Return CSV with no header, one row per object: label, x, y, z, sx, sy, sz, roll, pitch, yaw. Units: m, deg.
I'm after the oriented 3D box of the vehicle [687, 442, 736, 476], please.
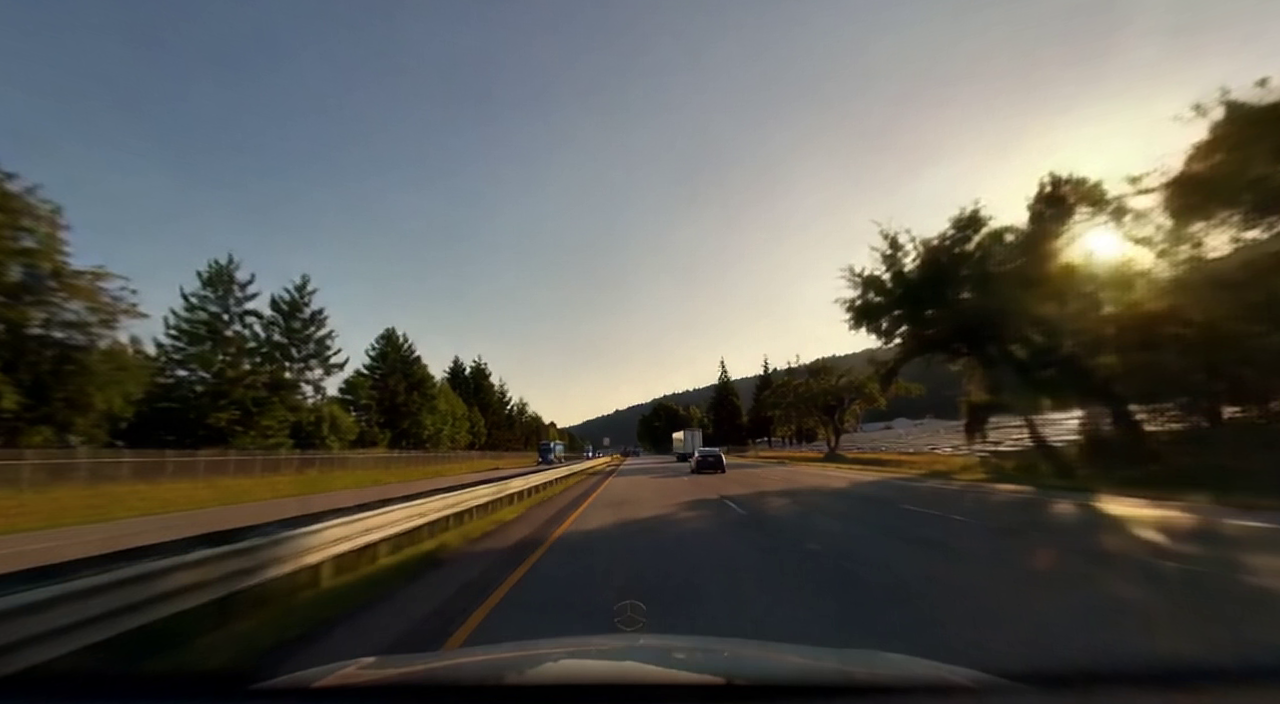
vehicle,3.889,5.915,35.014,2.093,1.742,4.167,0,-9,-1
